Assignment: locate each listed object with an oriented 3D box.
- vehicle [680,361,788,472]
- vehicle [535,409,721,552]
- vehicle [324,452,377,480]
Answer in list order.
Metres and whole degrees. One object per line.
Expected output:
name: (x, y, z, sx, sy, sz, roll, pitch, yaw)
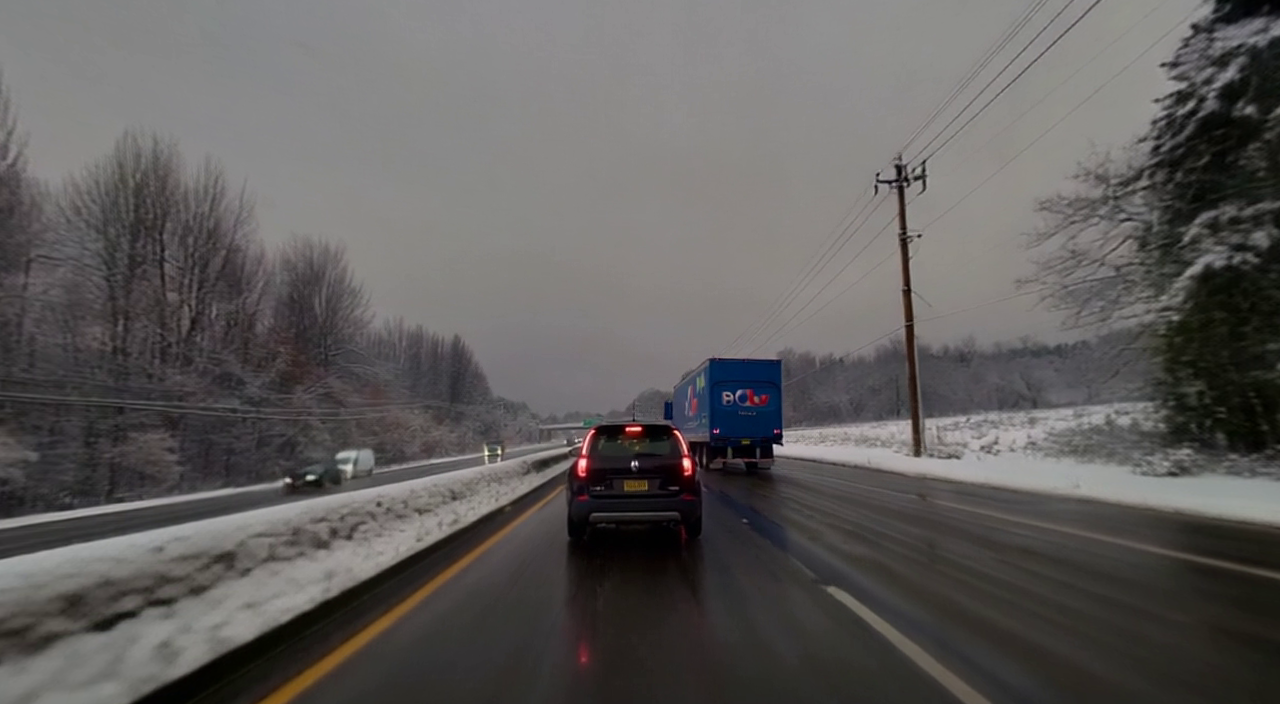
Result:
vehicle: (3.576, 2.836, 26.471, 2.835, 3.872, 8.916, 0, -8, -2)
vehicle: (-0.170, 1.694, 9.021, 2.062, 1.581, 3.914, 0, -8, -1)
vehicle: (-22.465, 8.845, 49.023, 2.081, 1.900, 4.823, 0, -8, -4)
